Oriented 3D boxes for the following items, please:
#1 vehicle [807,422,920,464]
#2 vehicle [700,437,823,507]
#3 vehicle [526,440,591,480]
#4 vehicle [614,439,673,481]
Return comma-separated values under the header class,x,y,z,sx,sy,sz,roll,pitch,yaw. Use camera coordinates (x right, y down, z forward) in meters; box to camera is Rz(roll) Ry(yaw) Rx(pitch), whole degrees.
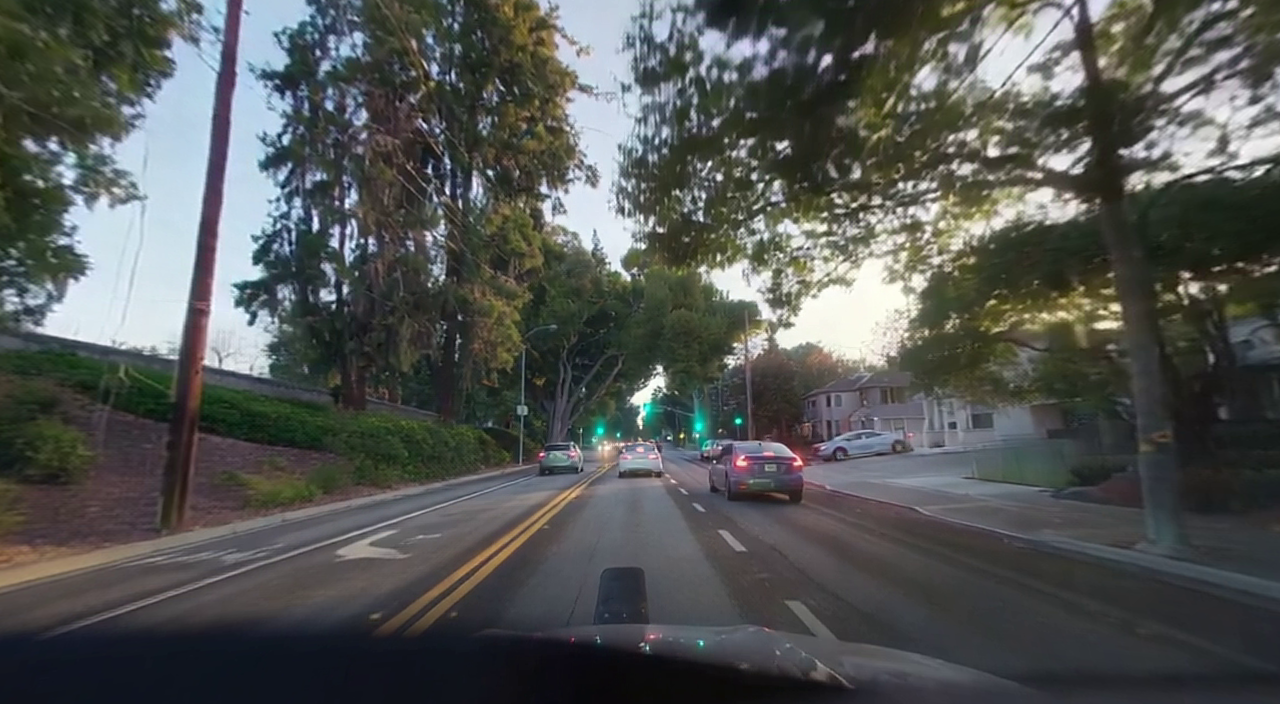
class,x,y,z,sx,sy,sz,roll,pitch,yaw
vehicle,13.702,5.614,38.945,5.929,1.970,2.381,-4,-8,-2
vehicle,2.837,2.921,15.866,2.158,1.483,4.415,0,-8,0
vehicle,-3.246,4.381,25.895,2.012,1.505,4.205,0,-8,1
vehicle,0.124,4.161,24.658,2.101,1.467,4.210,0,-8,0
